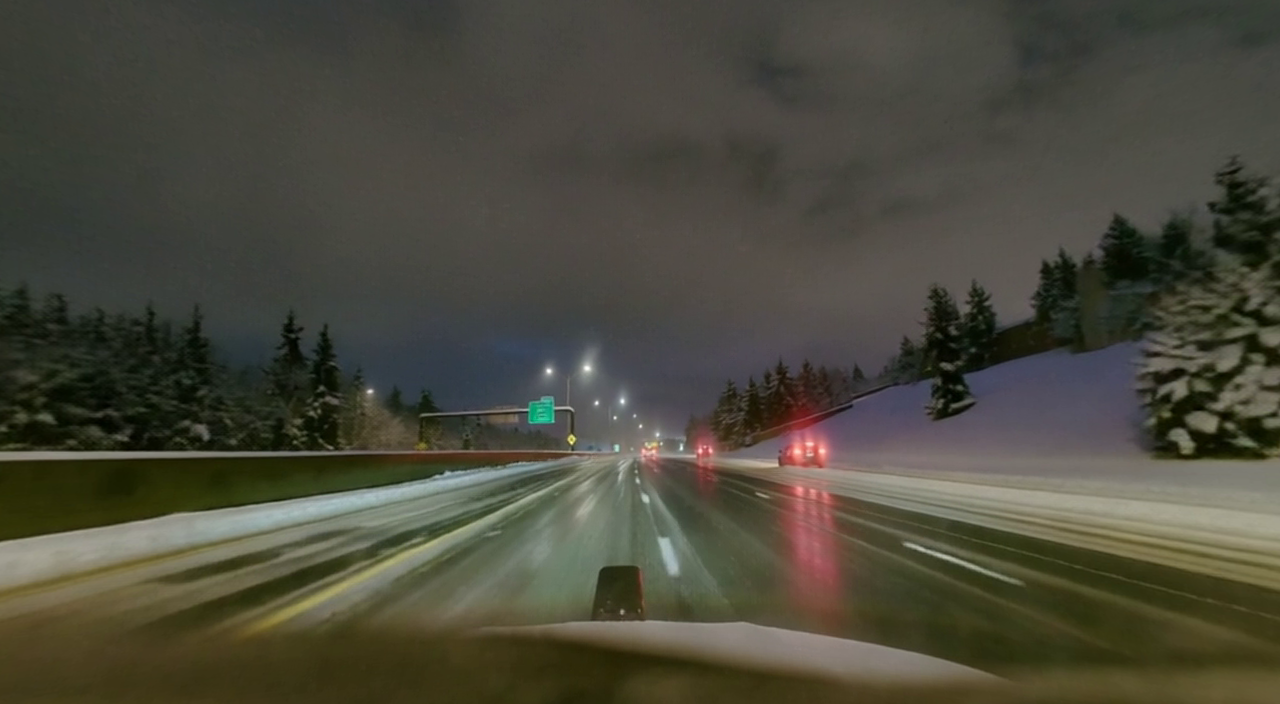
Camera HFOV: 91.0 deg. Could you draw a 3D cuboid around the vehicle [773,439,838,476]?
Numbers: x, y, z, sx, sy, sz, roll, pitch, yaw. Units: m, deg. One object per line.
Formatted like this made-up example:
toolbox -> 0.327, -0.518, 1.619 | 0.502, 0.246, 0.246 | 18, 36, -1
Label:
vehicle -> 8.603, 5.537, 33.217 | 2.167, 1.781, 4.340 | 0, -9, -1
